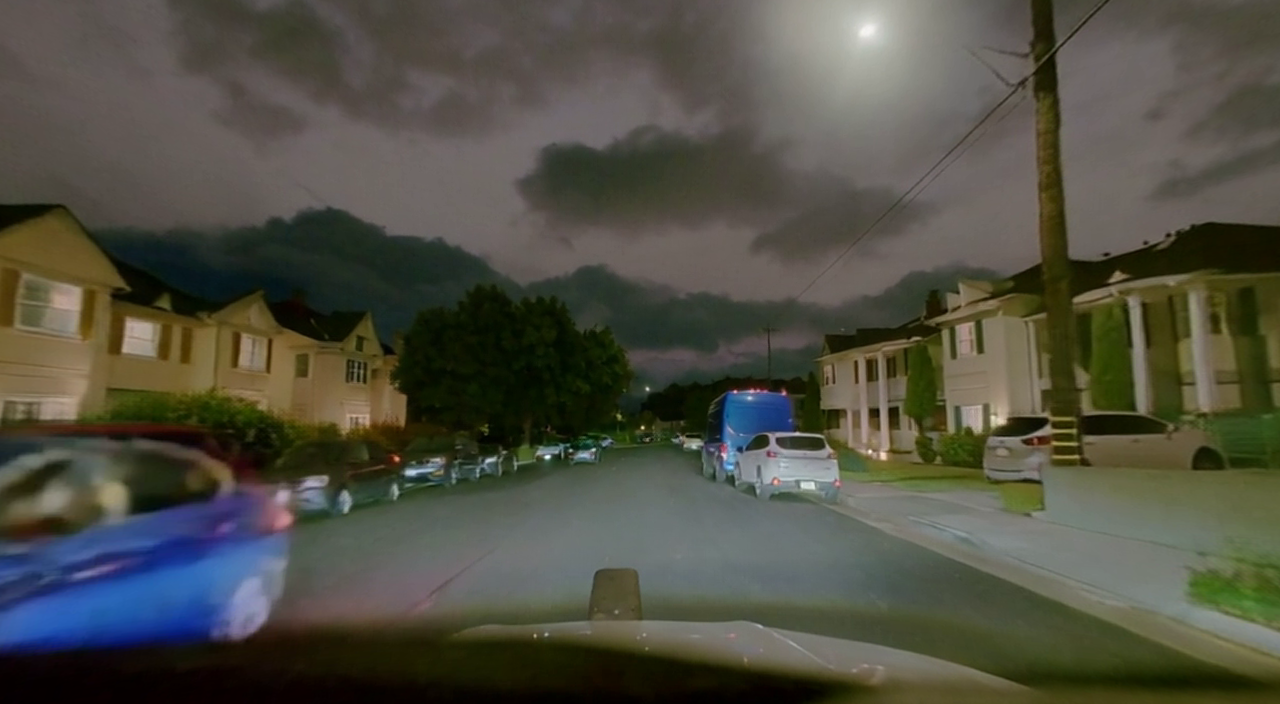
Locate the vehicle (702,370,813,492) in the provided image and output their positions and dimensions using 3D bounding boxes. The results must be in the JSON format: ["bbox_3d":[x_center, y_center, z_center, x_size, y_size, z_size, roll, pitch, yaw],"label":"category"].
[{"bbox_3d":[3.314,2.426,19.325,2.317,3.096,6.383,0,-8,2],"label":"vehicle"}]

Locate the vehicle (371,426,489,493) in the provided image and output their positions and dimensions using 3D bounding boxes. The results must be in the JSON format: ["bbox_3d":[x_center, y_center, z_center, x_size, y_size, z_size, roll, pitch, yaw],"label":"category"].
[{"bbox_3d":[-5.774,2.931,17.788,1.834,1.532,3.628,3,-6,3],"label":"vehicle"}]

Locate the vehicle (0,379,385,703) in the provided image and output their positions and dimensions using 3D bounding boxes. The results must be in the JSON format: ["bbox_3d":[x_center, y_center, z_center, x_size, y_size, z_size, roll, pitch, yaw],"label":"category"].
[{"bbox_3d":[-2.968,0.973,2.944,1.889,1.505,3.849,0,-8,1],"label":"vehicle"}]

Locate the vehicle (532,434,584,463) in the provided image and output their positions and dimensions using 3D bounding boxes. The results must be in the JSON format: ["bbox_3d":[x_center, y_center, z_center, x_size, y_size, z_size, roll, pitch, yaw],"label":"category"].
[{"bbox_3d":[-4.443,5.274,34.719,1.941,1.515,3.995,-1,-8,6],"label":"vehicle"}]

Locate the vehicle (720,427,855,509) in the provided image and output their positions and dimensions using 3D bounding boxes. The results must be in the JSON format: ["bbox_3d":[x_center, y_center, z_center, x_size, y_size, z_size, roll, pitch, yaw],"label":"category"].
[{"bbox_3d":[2.988,2.421,13.772,1.955,1.500,4.410,0,-8,1],"label":"vehicle"}]

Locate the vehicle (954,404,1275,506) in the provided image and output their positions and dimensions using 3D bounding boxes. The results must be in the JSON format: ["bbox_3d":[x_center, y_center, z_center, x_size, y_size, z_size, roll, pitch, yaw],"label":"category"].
[{"bbox_3d":[8.168,1.742,10.997,4.511,1.528,1.992,2,-8,-15],"label":"vehicle"}]
